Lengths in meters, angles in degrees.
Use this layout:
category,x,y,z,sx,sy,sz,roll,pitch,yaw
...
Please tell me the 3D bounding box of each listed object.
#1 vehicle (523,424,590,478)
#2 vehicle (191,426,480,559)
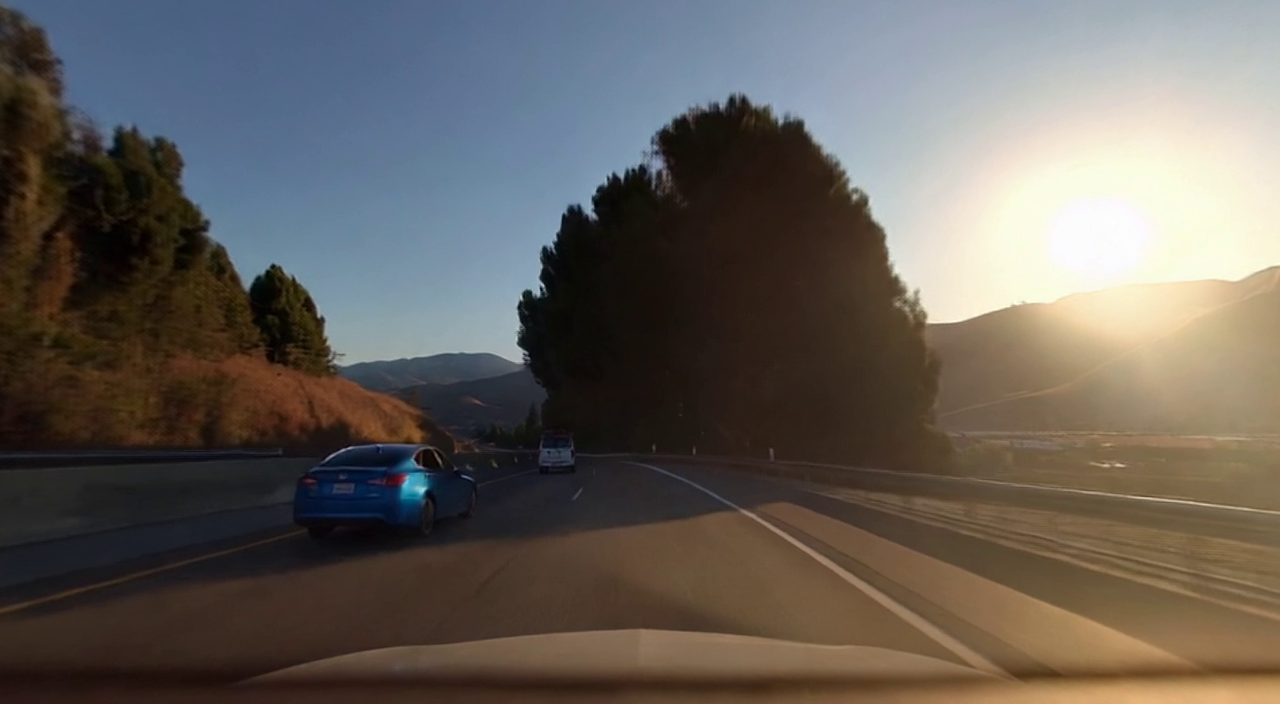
category,x,y,z,sx,sy,sz,roll,pitch,yaw
vehicle,-3.719,4.569,29.207,2.444,2.204,5.568,0,-9,-1
vehicle,-4.129,1.982,9.670,2.097,1.511,4.585,0,-9,1
